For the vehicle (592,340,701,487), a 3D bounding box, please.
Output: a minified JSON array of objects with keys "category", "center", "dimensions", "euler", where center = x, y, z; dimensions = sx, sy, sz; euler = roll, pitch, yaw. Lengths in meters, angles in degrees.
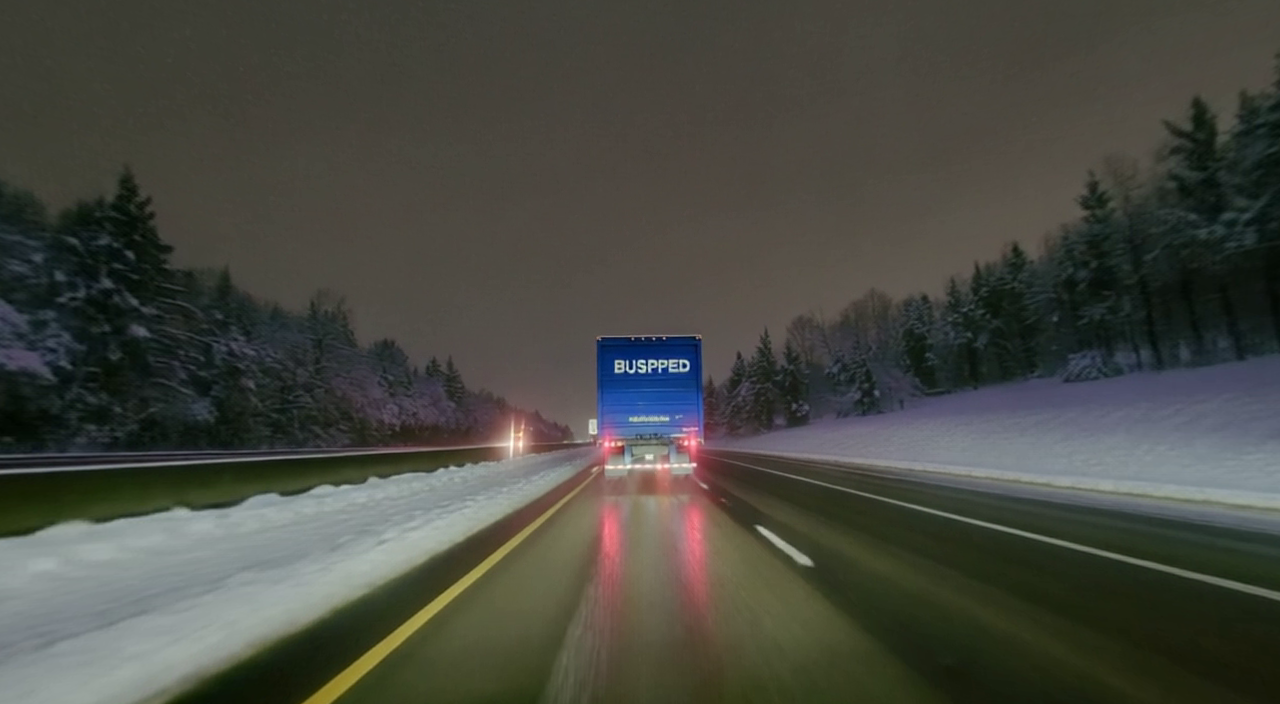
[{"category":"vehicle","center":[0.127,2.192,21.018],"dimensions":[2.870,3.911,8.697],"euler":[0,-8,-1]}]
